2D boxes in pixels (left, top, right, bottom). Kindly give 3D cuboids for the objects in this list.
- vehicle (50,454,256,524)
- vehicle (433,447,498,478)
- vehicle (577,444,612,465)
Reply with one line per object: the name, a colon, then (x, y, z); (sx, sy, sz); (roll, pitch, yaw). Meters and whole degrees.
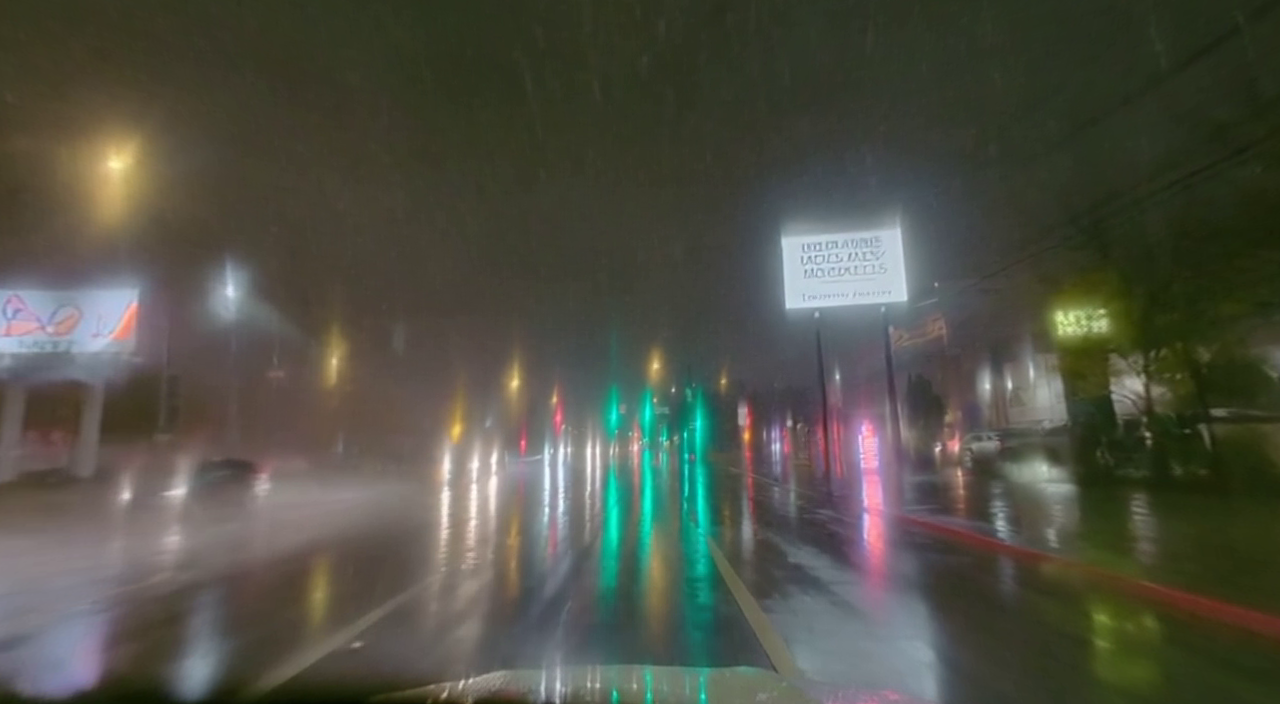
vehicle: (-12.412, 3.462, 16.585); (1.756, 1.511, 4.474); (-1, -9, 1)
vehicle: (-9.002, 5.731, 33.053); (2.050, 1.457, 4.338); (-1, -9, 2)
vehicle: (-3.101, 7.162, 44.253); (1.962, 1.420, 4.021); (-1, -9, 3)
